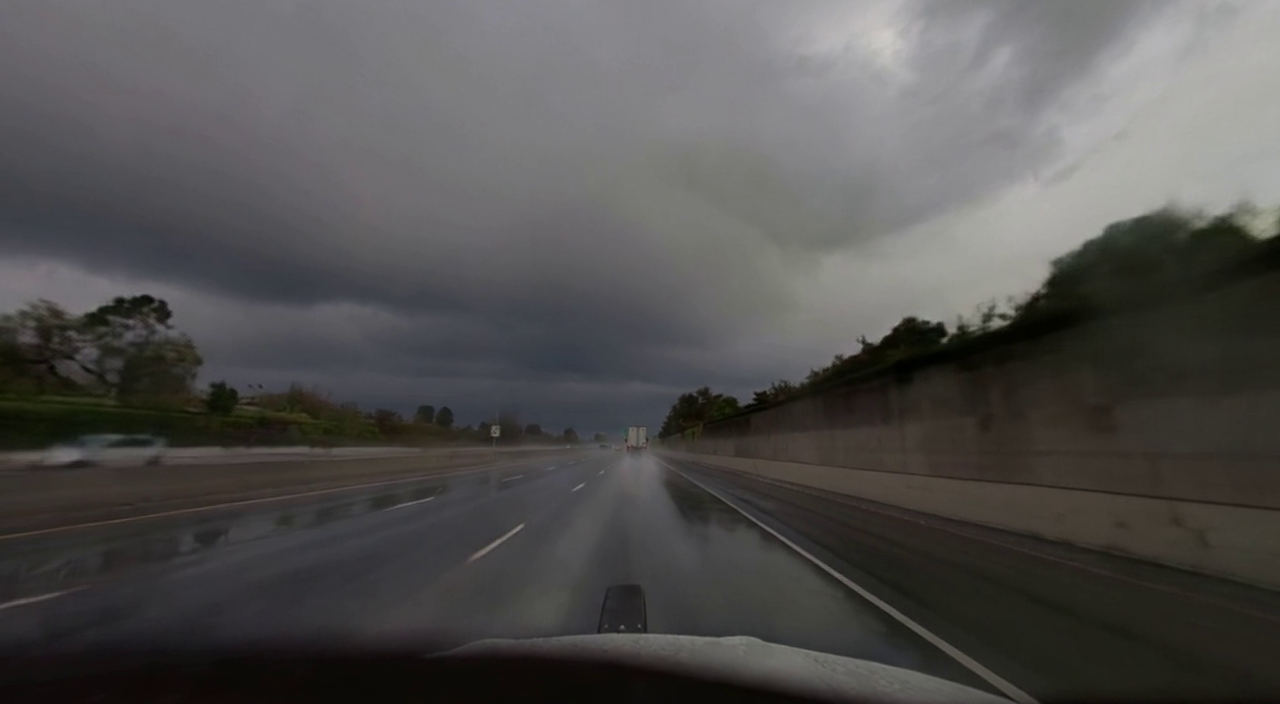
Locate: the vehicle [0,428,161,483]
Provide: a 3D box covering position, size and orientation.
[{"bbox_3d":[-19.795,3.659,22.380,2.097,1.728,4.316,0,-9,0],"label":"vehicle"}]
